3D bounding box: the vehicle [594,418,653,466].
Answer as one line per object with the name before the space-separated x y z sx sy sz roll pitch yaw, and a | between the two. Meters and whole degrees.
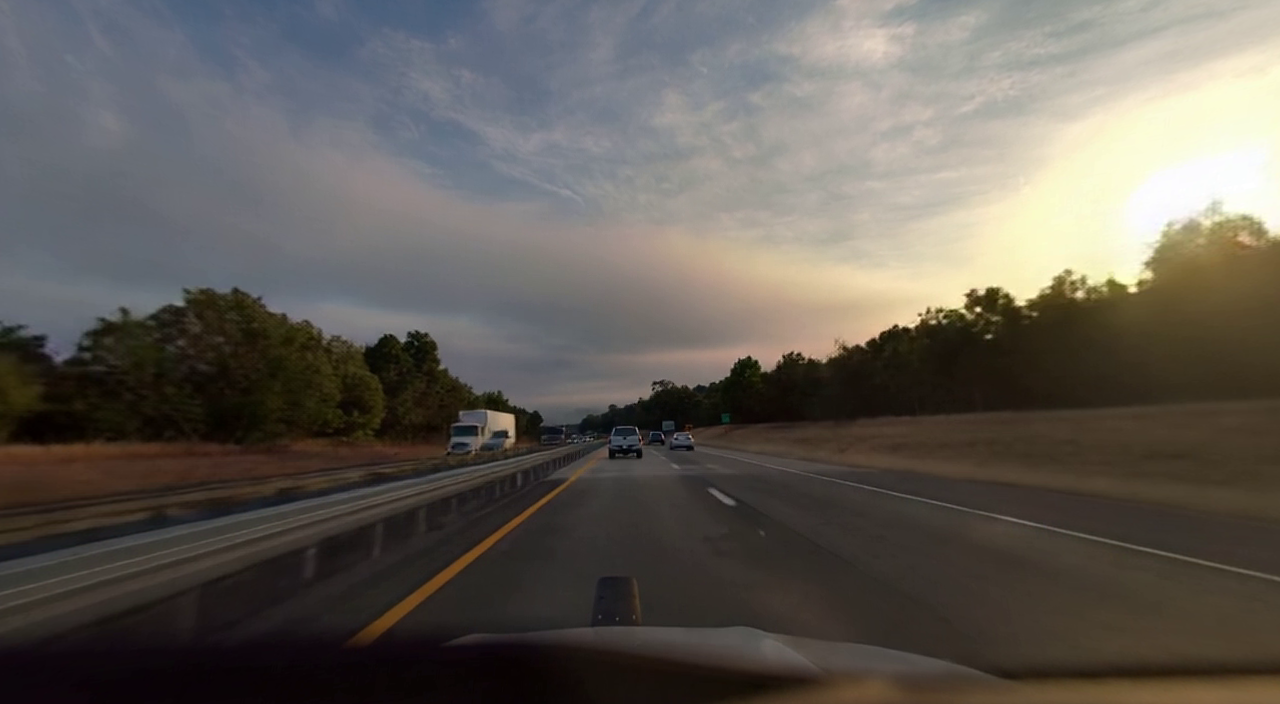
vehicle | -0.772 4.150 29.150 2.503 2.044 4.633 0 -8 -2
